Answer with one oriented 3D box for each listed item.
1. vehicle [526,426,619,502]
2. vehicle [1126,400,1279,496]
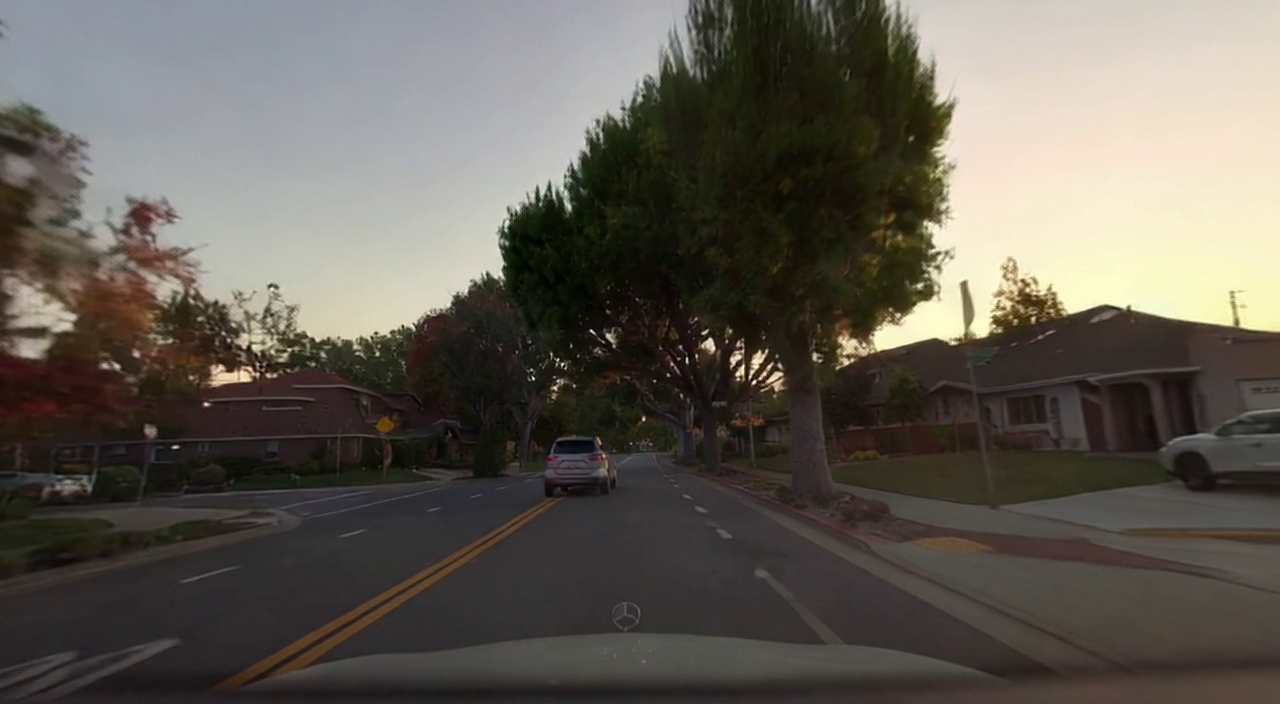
[{"bbox_3d":[-1.905,3.373,19.499,2.210,2.023,4.663,0,-8,2],"label":"vehicle"},{"bbox_3d":[9.474,1.312,8.570,1.922,1.263,4.664,1,-8,-3],"label":"vehicle"}]
